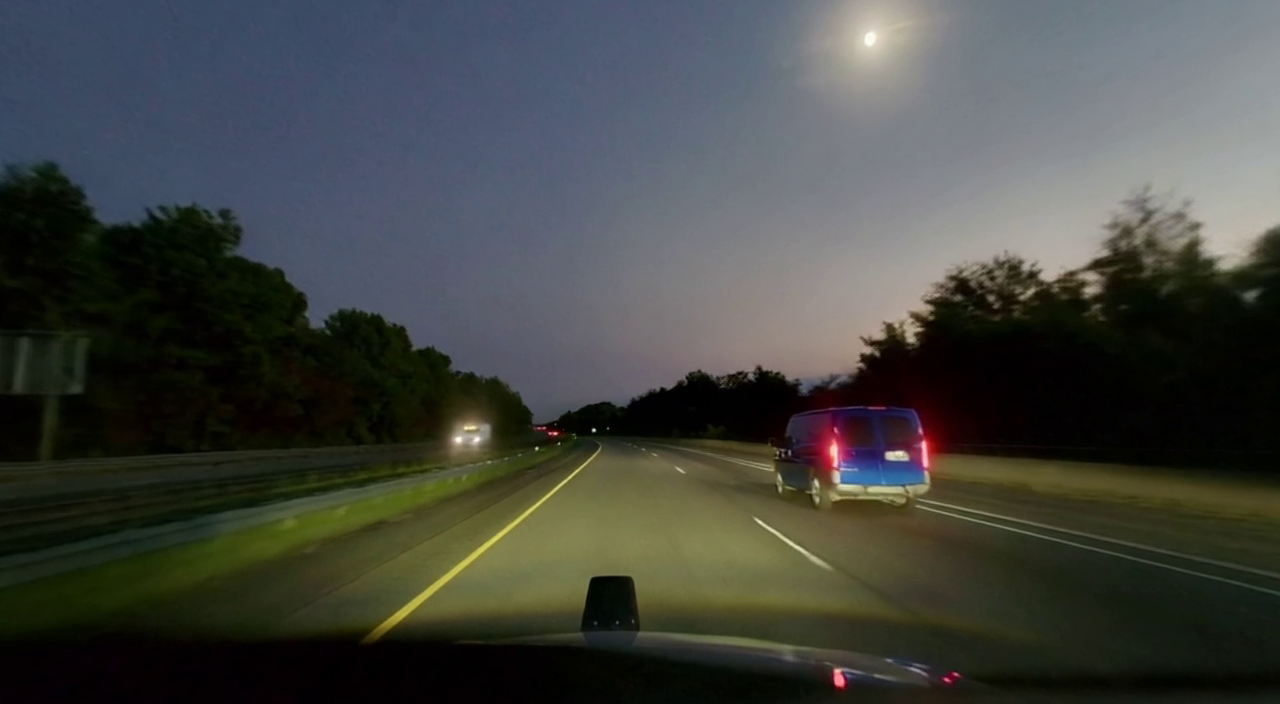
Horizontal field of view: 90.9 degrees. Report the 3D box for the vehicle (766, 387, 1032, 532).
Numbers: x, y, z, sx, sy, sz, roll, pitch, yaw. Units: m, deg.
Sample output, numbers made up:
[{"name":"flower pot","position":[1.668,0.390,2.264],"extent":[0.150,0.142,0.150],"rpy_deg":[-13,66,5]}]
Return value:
[{"name":"vehicle","position":[3.701,1.638,10.208],"extent":[2.240,1.801,4.545],"rpy_deg":[0,-8,-2]}]
